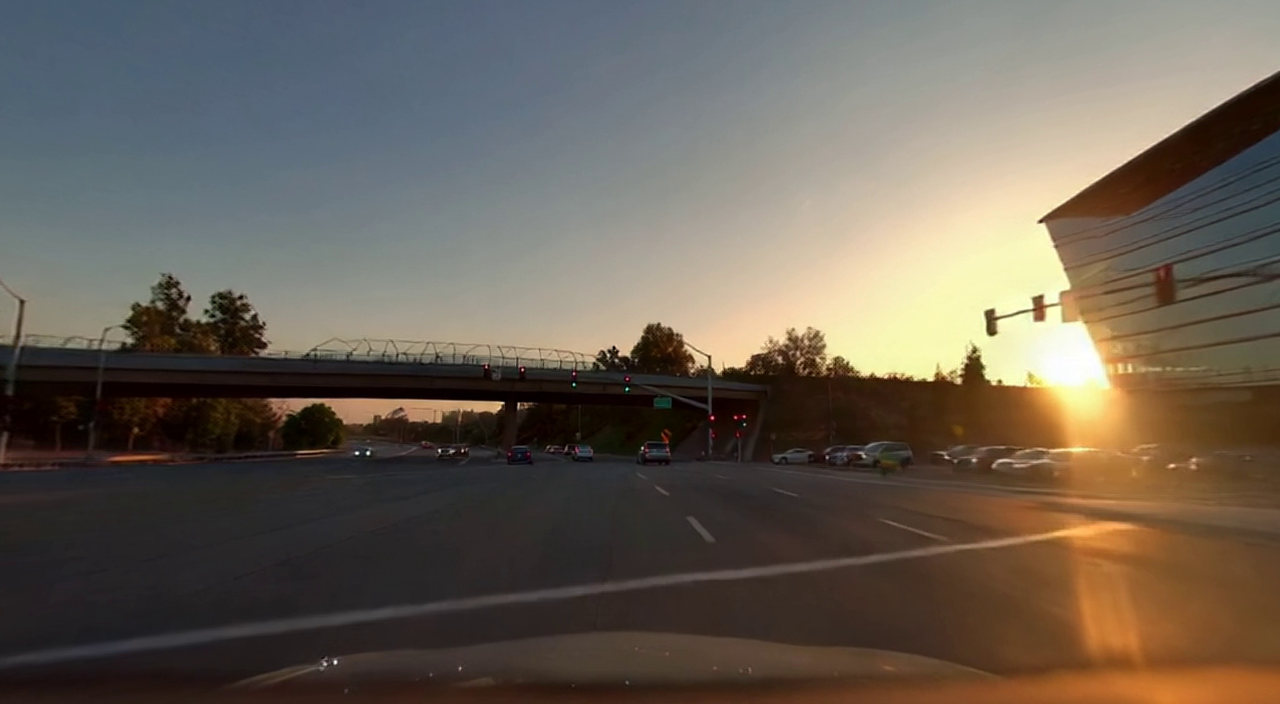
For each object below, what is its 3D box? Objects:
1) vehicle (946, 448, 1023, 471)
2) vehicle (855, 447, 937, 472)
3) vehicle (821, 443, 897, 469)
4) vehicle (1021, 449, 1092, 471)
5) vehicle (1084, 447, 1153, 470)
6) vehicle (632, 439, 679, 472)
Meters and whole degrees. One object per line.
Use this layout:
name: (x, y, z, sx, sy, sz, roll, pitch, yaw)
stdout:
vehicle: (22.868, 7.094, 41.944, 4.570, 1.455, 1.976, 4, -9, -23)
vehicle: (15.623, 6.505, 38.506, 4.538, 1.417, 1.948, 4, -9, -24)
vehicle: (14.722, 6.966, 42.464, 4.501, 1.631, 2.165, 4, -9, -23)
vehicle: (29.263, 7.577, 44.363, 4.427, 1.475, 1.897, 4, -9, -23)
vehicle: (35.835, 7.946, 47.271, 4.589, 1.634, 1.883, 4, -9, -22)
vehicle: (0.801, 5.685, 34.862, 2.024, 1.724, 3.928, 1, -9, -7)
